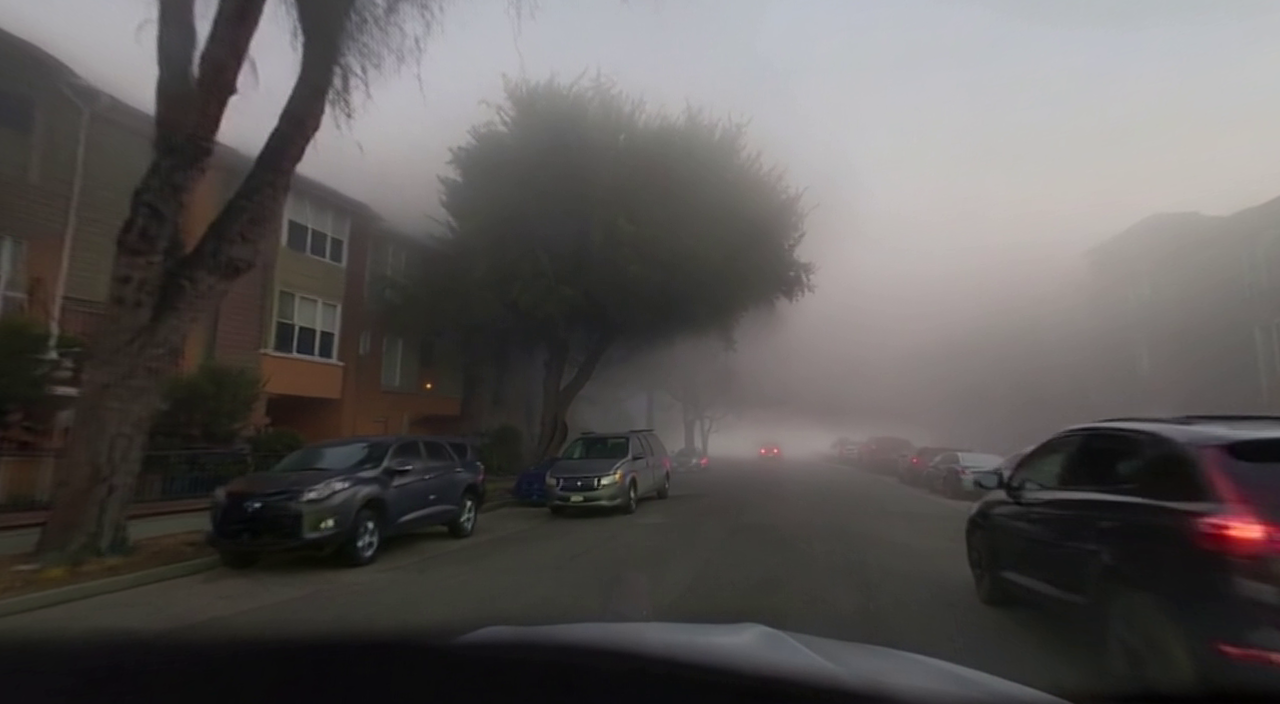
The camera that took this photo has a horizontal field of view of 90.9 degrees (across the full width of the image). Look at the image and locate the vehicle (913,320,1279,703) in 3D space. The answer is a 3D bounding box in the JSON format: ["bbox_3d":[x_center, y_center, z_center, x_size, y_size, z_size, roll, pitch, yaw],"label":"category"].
[{"bbox_3d":[3.467,1.087,4.183,2.055,1.717,5.172,-2,-9,13],"label":"vehicle"}]

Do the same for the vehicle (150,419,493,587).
[{"bbox_3d":[-4.083,1.988,9.244,2.002,1.774,4.568,-2,-9,11],"label":"vehicle"}]

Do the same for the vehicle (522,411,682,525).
[{"bbox_3d":[-0.583,2.515,14.201,2.197,2.047,4.985,-2,-9,13],"label":"vehicle"}]

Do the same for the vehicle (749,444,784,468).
[{"bbox_3d":[8.495,6.905,42.101,1.971,1.476,4.593,-3,-9,15],"label":"vehicle"}]
